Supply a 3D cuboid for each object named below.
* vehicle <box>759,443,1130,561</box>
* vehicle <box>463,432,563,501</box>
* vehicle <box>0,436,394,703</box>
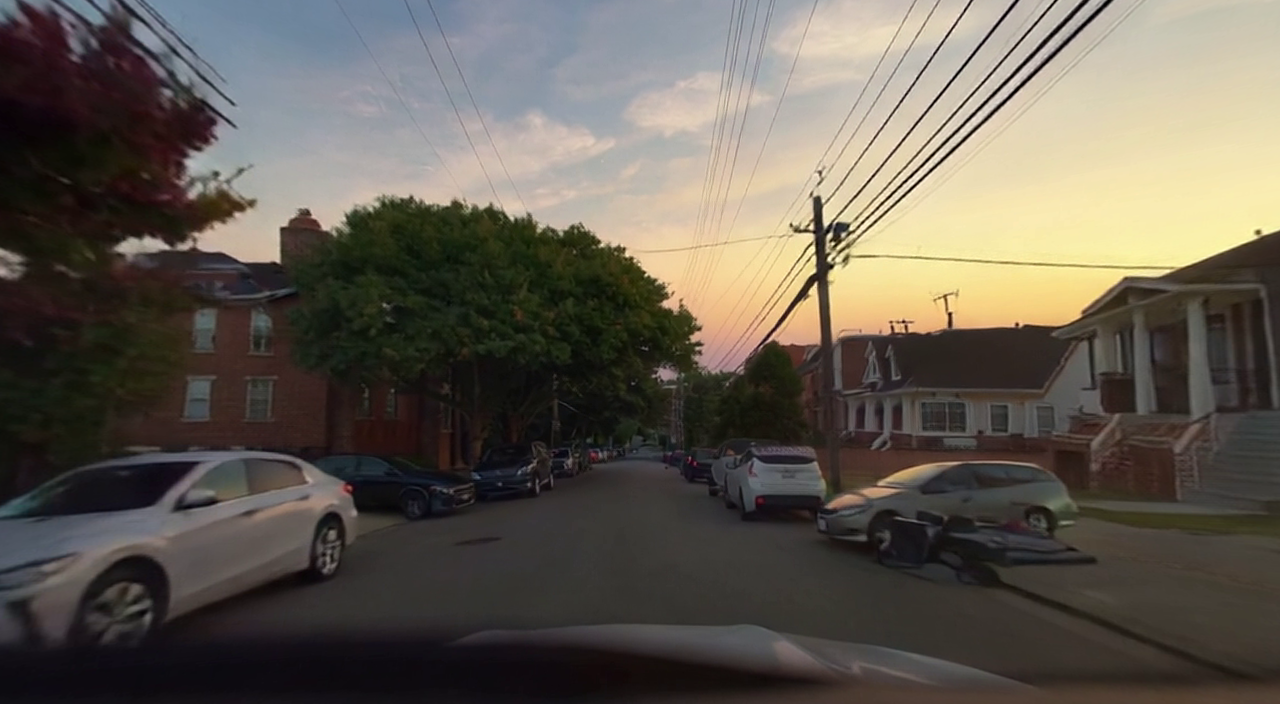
[{"bbox_3d":[4.212,2.104,9.301,4.471,1.493,1.886,0,-8,-2],"label":"vehicle"},{"bbox_3d":[-4.031,3.720,21.063,2.280,1.953,5.092,0,-8,0],"label":"vehicle"},{"bbox_3d":[-4.163,1.576,5.719,1.988,1.541,4.686,0,-8,0],"label":"vehicle"}]
